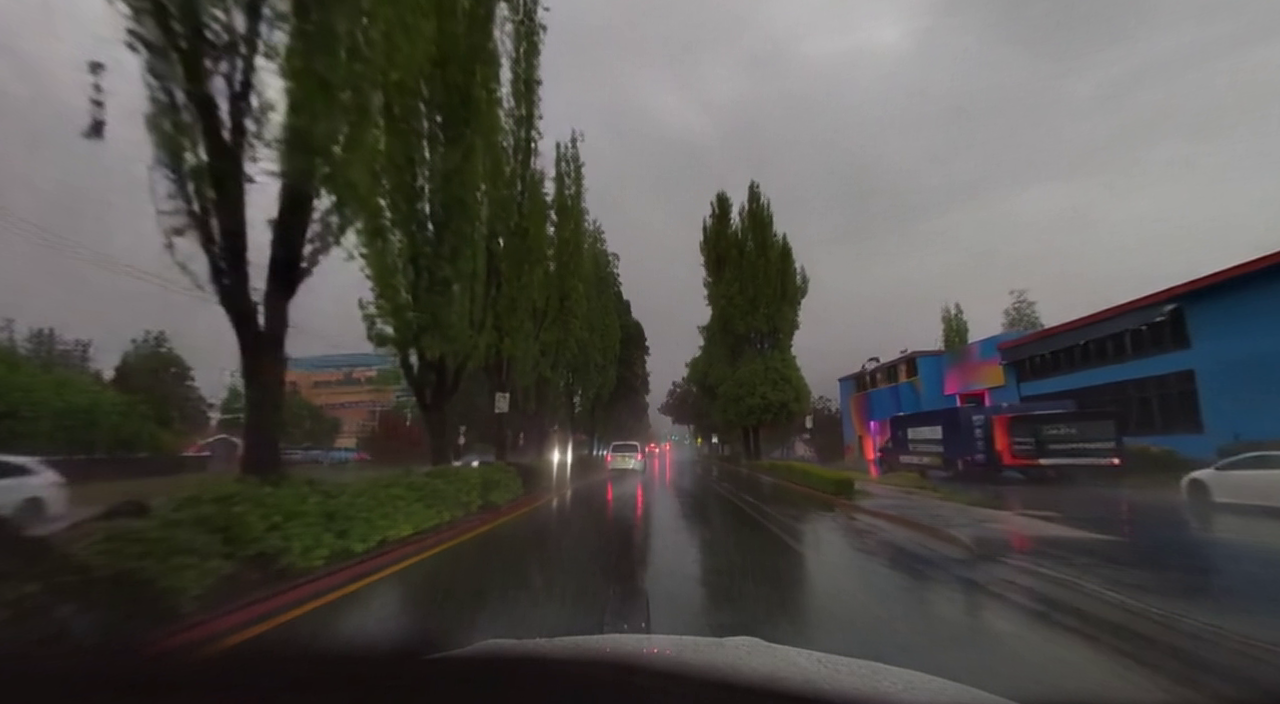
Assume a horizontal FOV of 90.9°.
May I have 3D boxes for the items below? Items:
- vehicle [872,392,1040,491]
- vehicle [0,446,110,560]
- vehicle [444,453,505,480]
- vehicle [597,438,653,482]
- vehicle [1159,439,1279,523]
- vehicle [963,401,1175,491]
[{"bbox_3d":[14.213,4.199,29.877,2.794,3.710,10.785,-3,-8,3],"label":"vehicle"},{"bbox_3d":[-11.124,2.317,9.518,1.997,1.775,4.585,0,-9,4],"label":"vehicle"},{"bbox_3d":[-9.693,6.718,37.244,1.937,1.465,4.506,-1,-9,7],"label":"vehicle"},{"bbox_3d":[-0.548,4.665,27.469,2.129,1.713,4.314,0,-9,3],"label":"vehicle"},{"bbox_3d":[13.341,2.652,13.168,1.686,1.467,3.955,-4,-7,3],"label":"vehicle"},{"bbox_3d":[13.443,3.053,20.673,2.507,2.441,6.959,-1,-8,5],"label":"vehicle"}]
